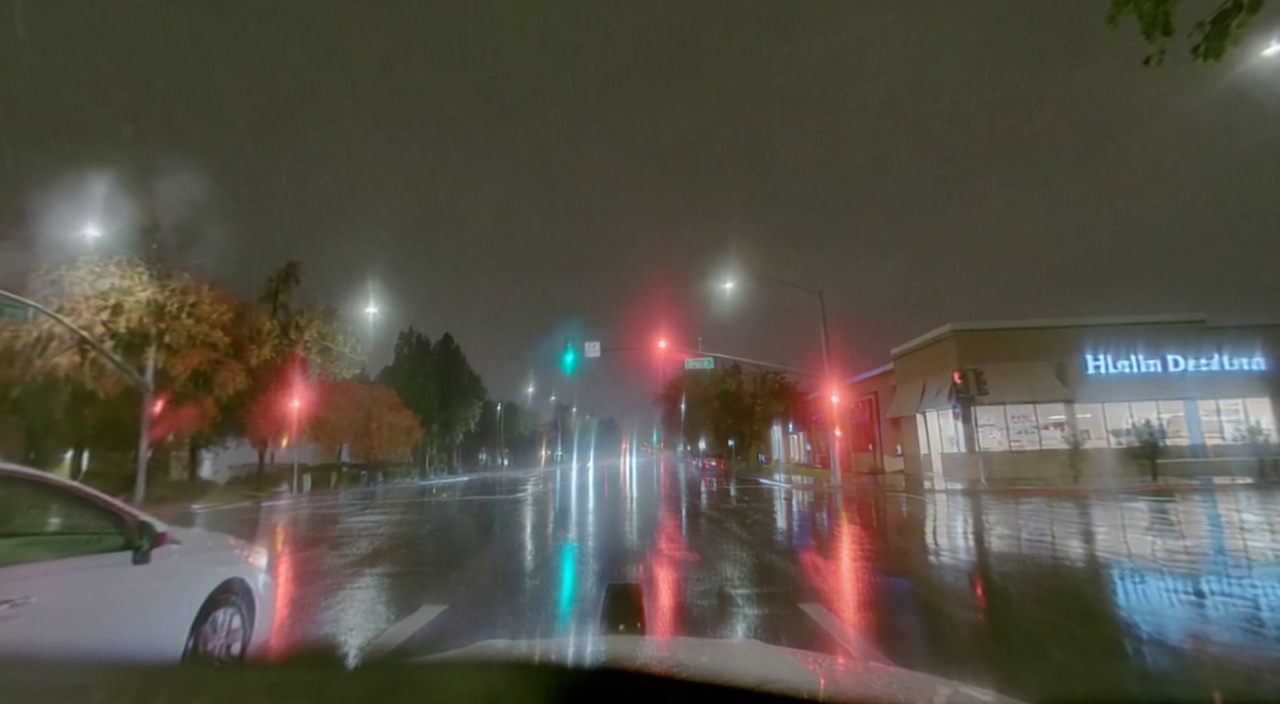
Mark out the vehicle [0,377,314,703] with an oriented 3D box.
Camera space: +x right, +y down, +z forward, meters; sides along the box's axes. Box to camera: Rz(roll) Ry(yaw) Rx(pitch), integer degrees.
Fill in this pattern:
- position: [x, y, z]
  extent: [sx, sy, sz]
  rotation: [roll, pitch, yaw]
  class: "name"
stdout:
- position: [-3.498, 0.937, 2.597]
  extent: [1.947, 1.627, 4.248]
  rotation: [0, -9, 1]
  class: "vehicle"
